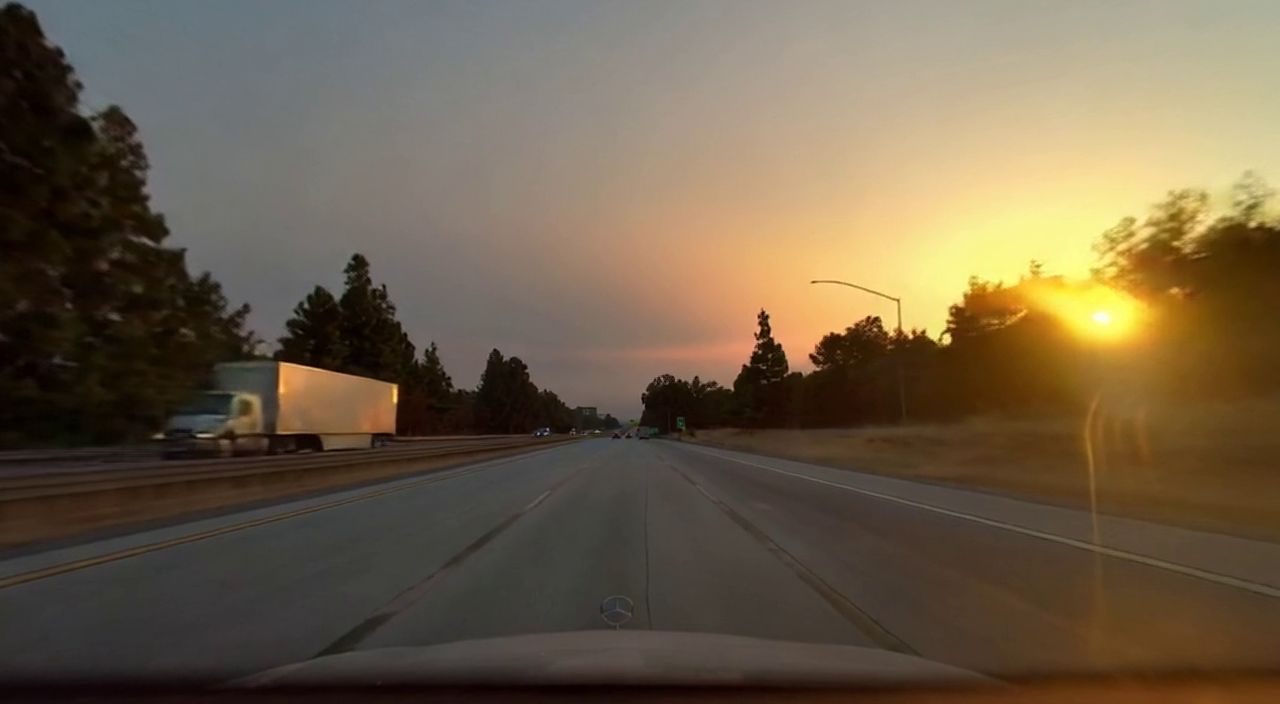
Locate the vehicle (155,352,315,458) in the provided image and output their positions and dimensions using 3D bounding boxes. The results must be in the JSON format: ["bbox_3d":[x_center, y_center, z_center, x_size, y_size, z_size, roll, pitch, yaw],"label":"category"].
[{"bbox_3d":[-16.668,2.340,26.454,2.945,3.994,5.608,0,-7,-2],"label":"vehicle"}]
